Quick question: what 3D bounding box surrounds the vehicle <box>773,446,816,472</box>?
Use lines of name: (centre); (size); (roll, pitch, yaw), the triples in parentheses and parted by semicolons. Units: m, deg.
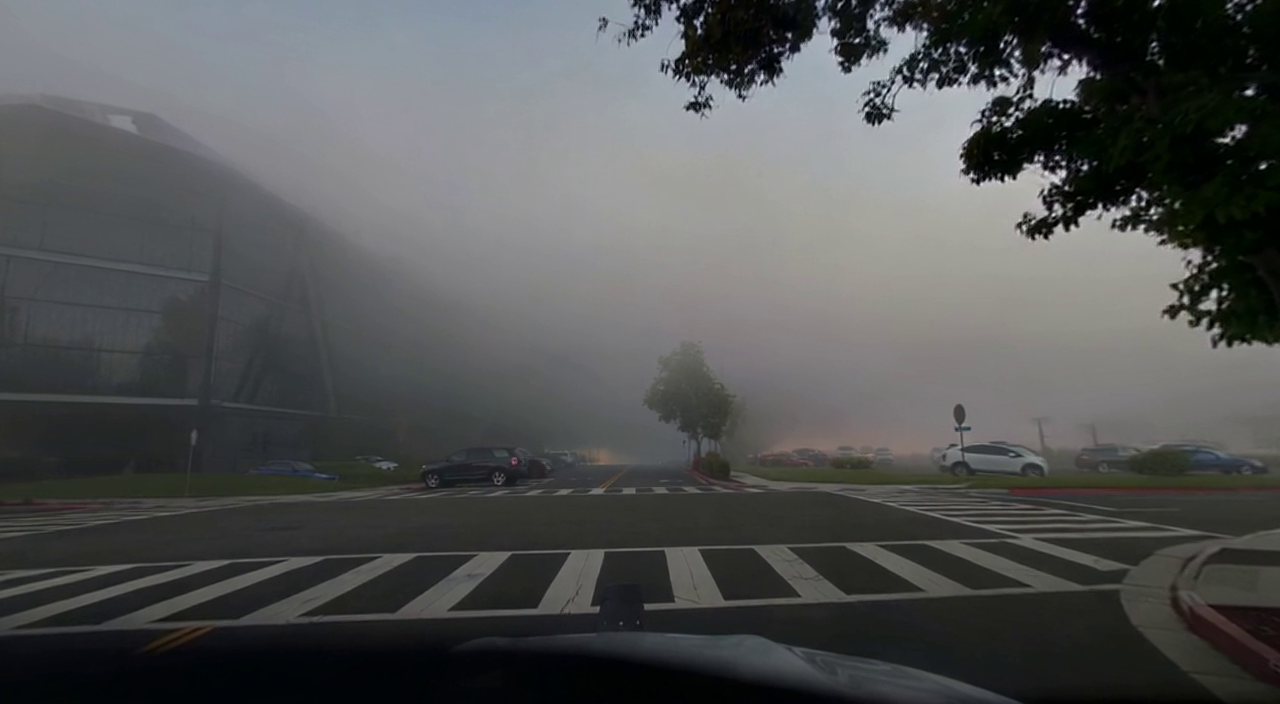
vehicle: (10.531, 7.284, 43.351); (1.936, 1.673, 4.305); (0, -8, 1)

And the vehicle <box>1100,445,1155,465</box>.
vehicle: (37.030, 7.820, 48.055); (1.545, 1.398, 3.431); (0, -9, 3)

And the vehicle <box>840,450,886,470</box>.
vehicle: (17.102, 8.273, 48.650); (1.971, 1.478, 4.477); (0, -8, 1)

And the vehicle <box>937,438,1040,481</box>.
vehicle: (16.470, 5.079, 30.197); (2.048, 1.852, 4.998); (0, -8, 0)

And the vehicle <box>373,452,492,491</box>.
vehicle: (-8.703, 4.964, 26.575); (4.442, 1.504, 1.809); (4, -10, -28)

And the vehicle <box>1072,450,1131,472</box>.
vehicle: (31.311, 7.396, 42.977); (1.519, 1.371, 3.278); (0, -8, 0)

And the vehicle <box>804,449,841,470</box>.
vehicle: (14.159, 8.355, 49.310); (1.935, 1.477, 3.719); (0, -8, 3)

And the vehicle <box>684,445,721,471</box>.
vehicle: (4.588, 7.796, 46.921); (2.262, 1.794, 5.331); (0, -8, 1)

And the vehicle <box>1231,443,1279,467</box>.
vehicle: (43.045, 6.946, 42.746); (1.758, 1.572, 4.421); (0, -8, 0)

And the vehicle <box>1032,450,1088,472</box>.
vehicle: (28.333, 7.344, 42.717); (1.495, 1.371, 3.336); (-1, -9, 0)

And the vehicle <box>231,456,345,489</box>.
vehicle: (-16.658, 5.692, 30.029); (4.331, 1.437, 1.876); (0, -8, 3)

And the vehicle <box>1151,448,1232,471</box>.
vehicle: (36.999, 7.231, 42.531); (1.678, 1.423, 4.191); (0, -9, 1)
